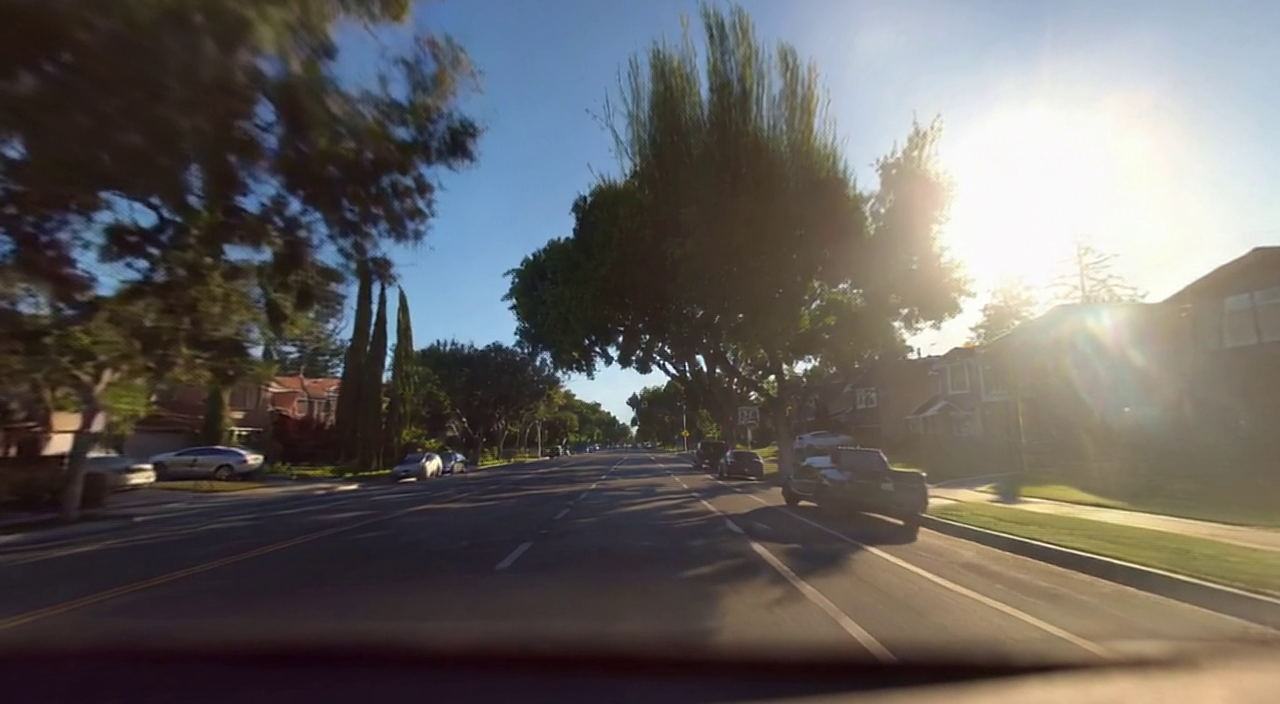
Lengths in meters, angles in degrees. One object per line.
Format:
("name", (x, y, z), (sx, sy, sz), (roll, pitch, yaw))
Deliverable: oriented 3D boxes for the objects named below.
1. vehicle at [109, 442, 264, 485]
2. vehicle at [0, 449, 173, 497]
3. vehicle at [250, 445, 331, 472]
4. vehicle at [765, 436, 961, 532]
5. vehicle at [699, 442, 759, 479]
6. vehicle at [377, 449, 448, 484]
("vehicle", (-20.059, 4.924, 28.144), (5.216, 1.780, 2.045), (0, -9, -1))
("vehicle", (-19.230, 4.150, 21.900), (4.446, 1.534, 2.018), (-1, -9, 2))
("vehicle", (-23.798, 7.239, 43.159), (4.304, 1.755, 2.047), (0, -8, -1))
("vehicle", (4.090, 2.485, 12.593), (1.997, 1.510, 4.555), (0, -8, -4))
("vehicle", (3.947, 4.903, 28.884), (2.002, 1.493, 4.652), (0, -8, -1))
("vehicle", (-10.971, 5.515, 30.770), (1.895, 1.551, 4.229), (-1, -8, 0))
